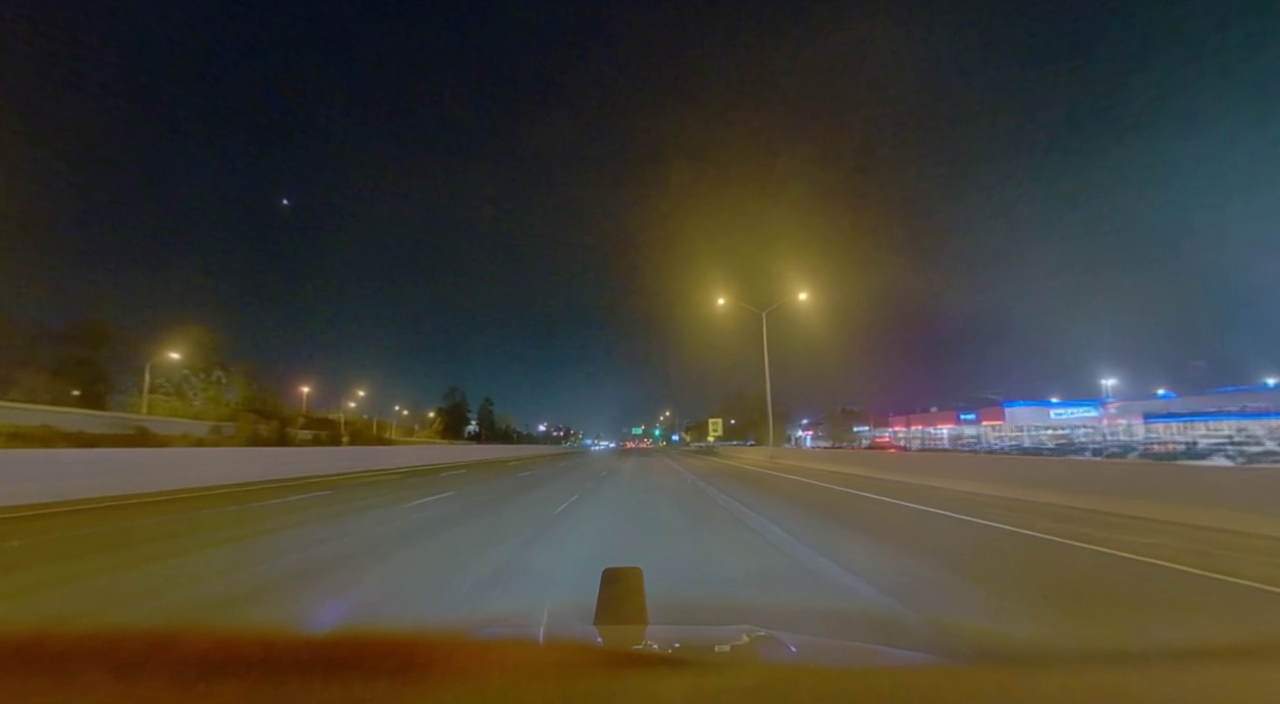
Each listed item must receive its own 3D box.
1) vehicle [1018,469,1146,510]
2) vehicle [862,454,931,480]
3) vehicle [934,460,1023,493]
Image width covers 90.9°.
[{"bbox_3d":[16.147,5.032,23.149,3.437,1.354,1.595,0,-9,1],"label":"vehicle"},{"bbox_3d":[16.237,7.289,40.000,3.645,1.402,1.624,-3,-7,4],"label":"vehicle"},{"bbox_3d":[17.017,6.255,31.813,3.446,1.394,1.733,-3,-8,-1],"label":"vehicle"}]
